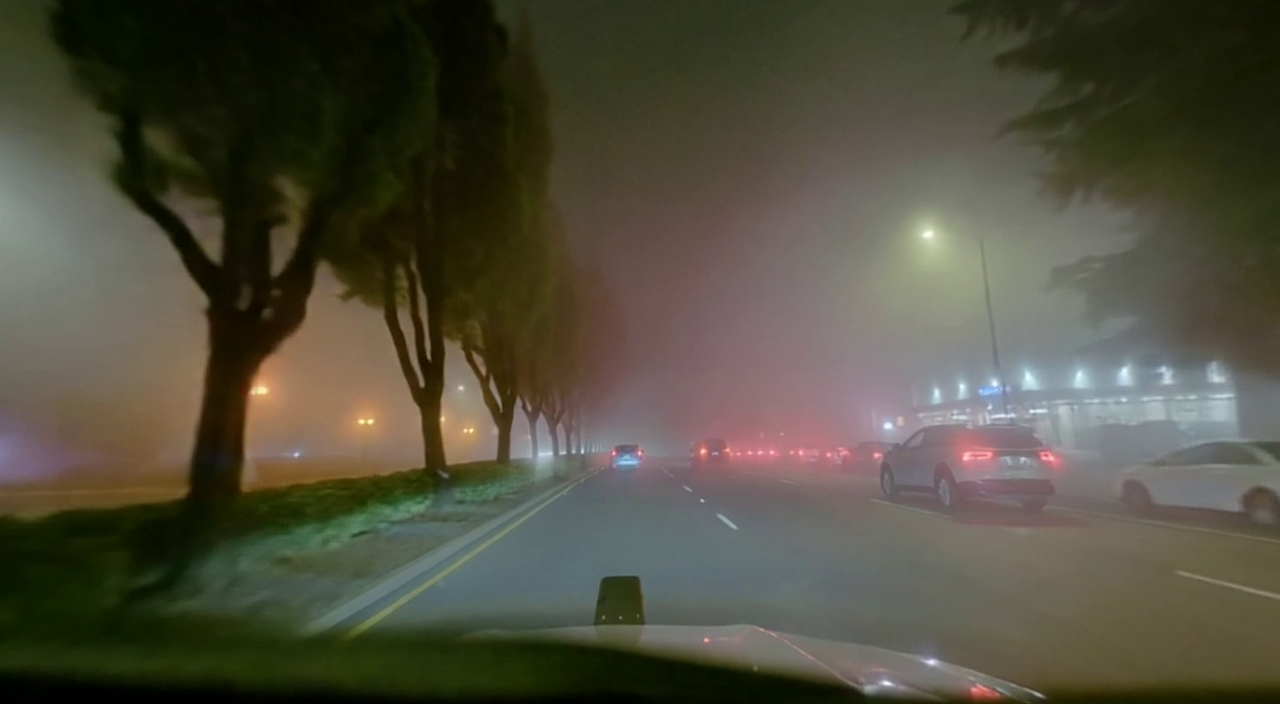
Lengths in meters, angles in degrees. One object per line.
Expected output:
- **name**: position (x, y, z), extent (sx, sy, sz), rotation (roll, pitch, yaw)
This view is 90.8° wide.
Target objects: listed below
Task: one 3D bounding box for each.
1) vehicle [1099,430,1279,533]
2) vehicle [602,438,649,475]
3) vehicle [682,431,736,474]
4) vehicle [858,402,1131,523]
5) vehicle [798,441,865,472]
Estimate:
- **vehicle**: position (10.176, 2.024, 10.262), extent (1.970, 1.470, 4.602), rotation (0, -8, 0)
- **vehicle**: position (-0.657, 4.874, 29.689), extent (2.037, 1.568, 3.693), rotation (0, -8, 0)
- **vehicle**: position (3.150, 4.711, 29.758), extent (1.955, 1.845, 4.538), rotation (0, -8, -1)
- **vehicle**: position (6.651, 2.170, 12.964), extent (2.240, 1.923, 5.678), rotation (0, -8, -1)
- **vehicle**: position (10.095, 5.528, 33.685), extent (1.898, 1.475, 4.860), rotation (0, -8, -2)
